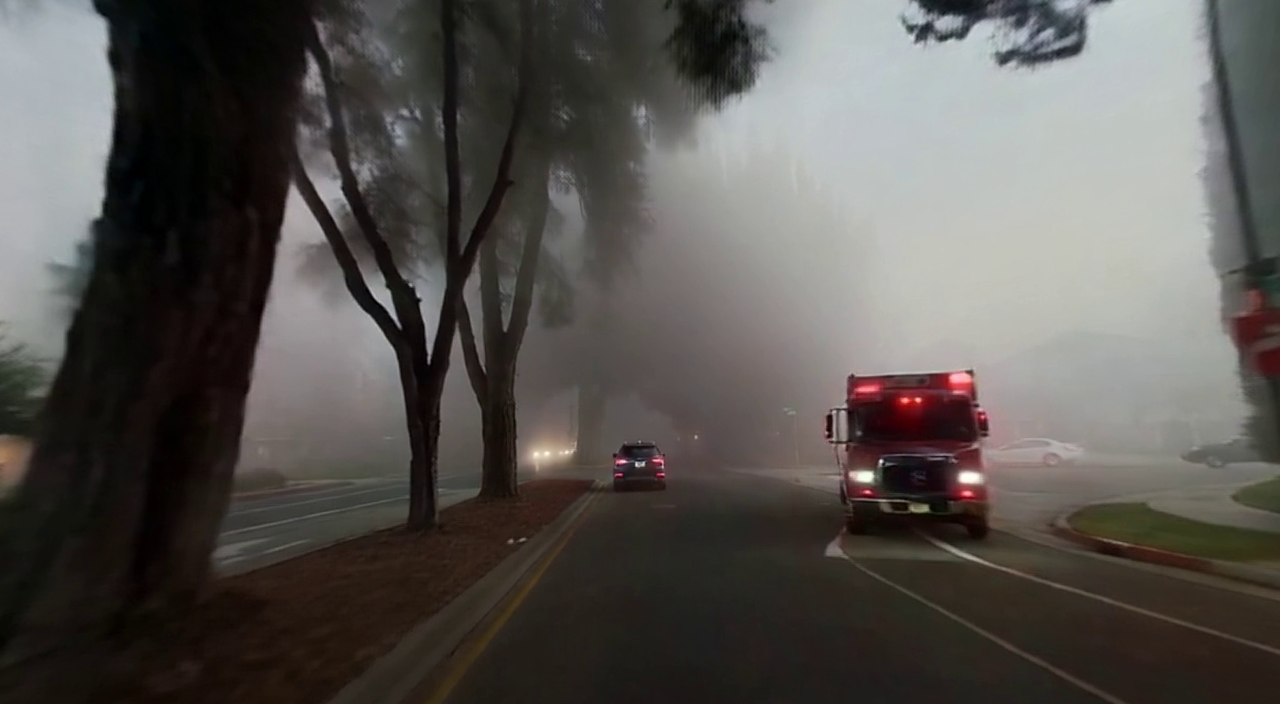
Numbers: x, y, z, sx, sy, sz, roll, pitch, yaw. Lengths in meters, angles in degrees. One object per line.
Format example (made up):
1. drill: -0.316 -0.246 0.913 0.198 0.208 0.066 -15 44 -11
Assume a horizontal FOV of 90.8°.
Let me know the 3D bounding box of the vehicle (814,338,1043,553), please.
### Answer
1. vehicle: 5.169 1.734 11.549 2.654 2.824 5.794 -7 -10 24

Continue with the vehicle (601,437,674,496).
1. vehicle: -0.039 3.546 19.953 2.106 1.655 3.717 0 -8 1

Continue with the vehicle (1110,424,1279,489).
1. vehicle: 17.739 3.093 18.893 5.559 1.800 2.055 -3 -9 28

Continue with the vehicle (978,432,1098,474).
1. vehicle: 19.634 5.010 31.287 4.598 1.702 2.027 -13 -14 38
